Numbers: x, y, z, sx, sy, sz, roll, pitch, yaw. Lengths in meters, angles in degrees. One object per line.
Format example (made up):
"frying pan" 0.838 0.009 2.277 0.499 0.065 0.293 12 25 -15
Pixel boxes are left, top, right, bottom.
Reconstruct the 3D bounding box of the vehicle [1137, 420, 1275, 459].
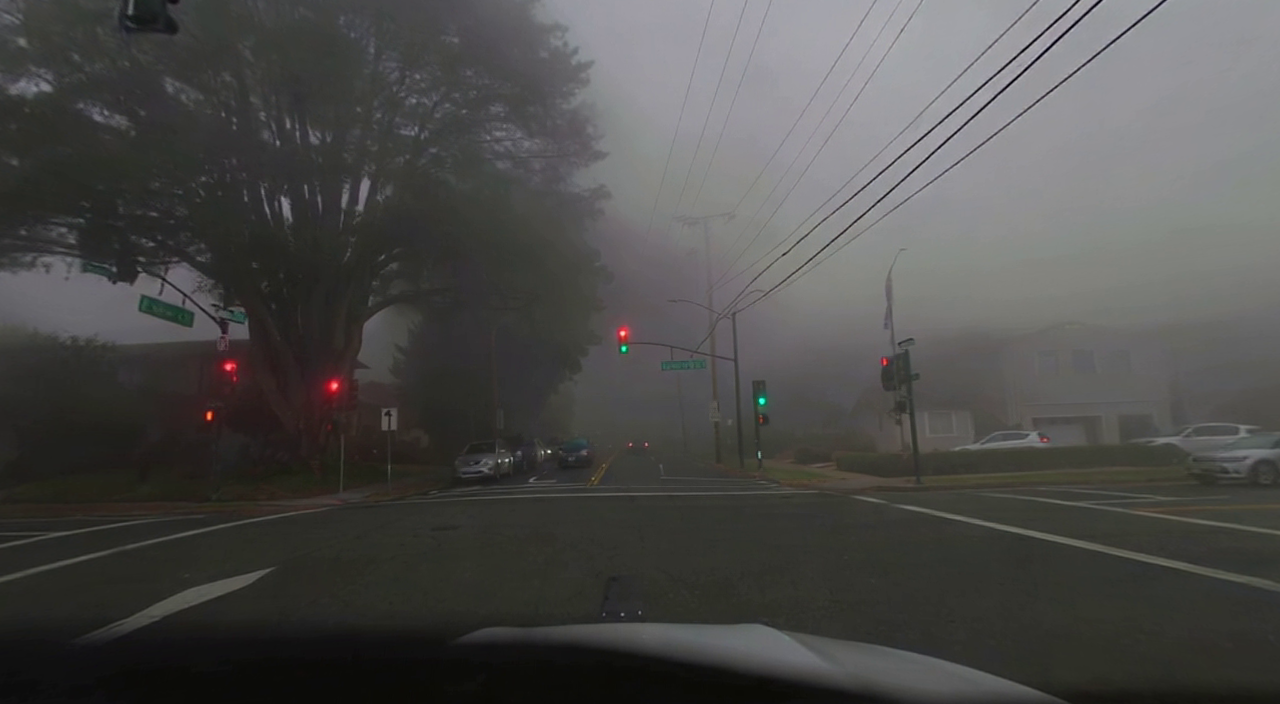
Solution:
"vehicle" 33.274 5.162 37.245 5.969 2.149 2.331 0 -9 -3

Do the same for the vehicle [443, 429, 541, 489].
"vehicle" -6.500 4.836 28.973 2.896 2.339 7.322 0 -9 -1

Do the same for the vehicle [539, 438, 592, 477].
"vehicle" -3.648 5.286 31.920 2.120 1.783 4.788 0 -9 0

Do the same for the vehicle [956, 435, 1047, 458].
"vehicle" 25.007 6.552 43.840 5.172 1.515 1.851 0 -9 -2
